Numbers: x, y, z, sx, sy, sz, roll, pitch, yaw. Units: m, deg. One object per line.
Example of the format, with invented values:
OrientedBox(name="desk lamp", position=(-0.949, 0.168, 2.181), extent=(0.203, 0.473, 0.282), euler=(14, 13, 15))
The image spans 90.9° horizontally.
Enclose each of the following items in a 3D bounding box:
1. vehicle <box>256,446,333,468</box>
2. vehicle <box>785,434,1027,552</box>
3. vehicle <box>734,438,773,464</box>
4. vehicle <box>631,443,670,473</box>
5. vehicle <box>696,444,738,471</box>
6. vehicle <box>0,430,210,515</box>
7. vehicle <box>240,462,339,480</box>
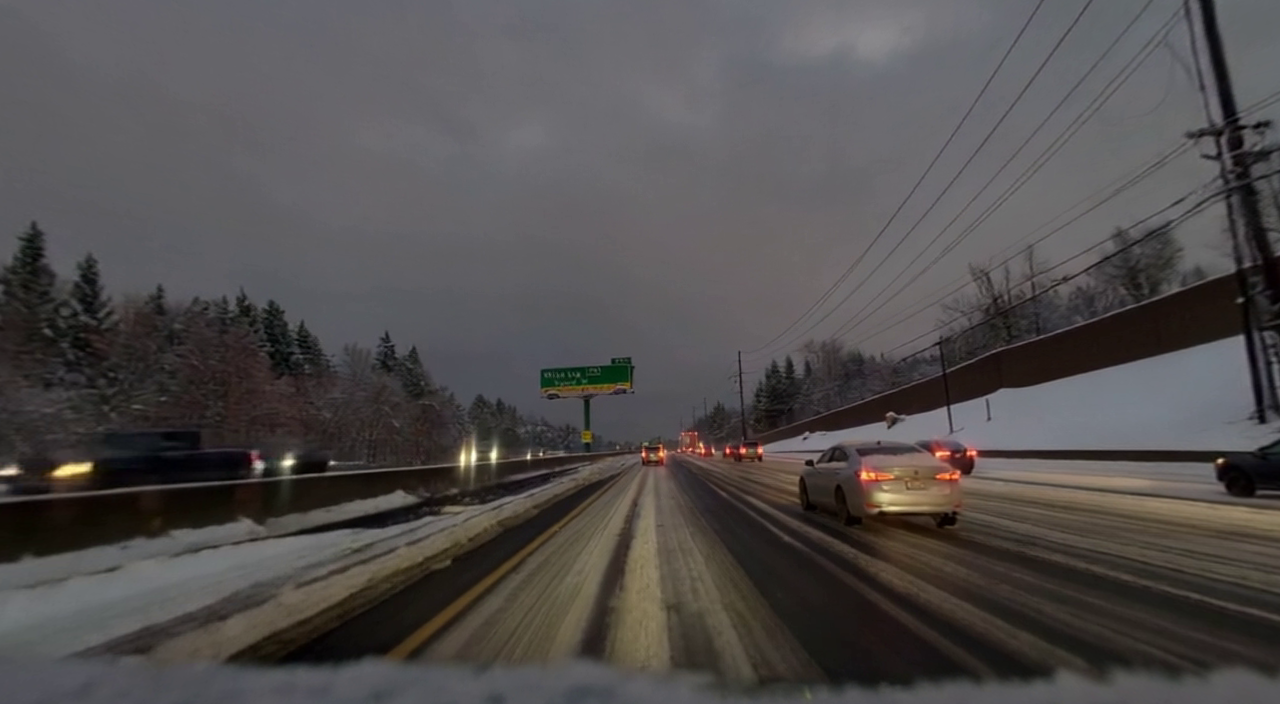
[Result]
OrientedBox(name="vehicle", position=(-20.105, 6.111, 36.961), extent=(1.767, 1.188, 4.702), euler=(0, -8, 2))
OrientedBox(name="vehicle", position=(3.895, 2.116, 10.275), extent=(1.986, 1.478, 4.429), euler=(0, -8, 0))
OrientedBox(name="vehicle", position=(8.350, 7.359, 46.834), extent=(2.041, 1.821, 4.562), euler=(0, -8, 0))
OrientedBox(name="vehicle", position=(0.577, 5.934, 35.445), extent=(2.042, 1.581, 3.769), euler=(0, -8, 1))
OrientedBox(name="vehicle", position=(4.459, 6.137, 37.015), extent=(1.936, 1.465, 4.060), euler=(0, -8, 0))
OrientedBox(name="vehicle", position=(-14.296, 3.046, 16.619), extent=(2.080, 1.857, 5.305), euler=(0, -8, 1))
OrientedBox(name="vehicle", position=(-20.082, 6.847, 36.490), extent=(2.456, 0.778, 5.571), euler=(-1, -8, 2))
